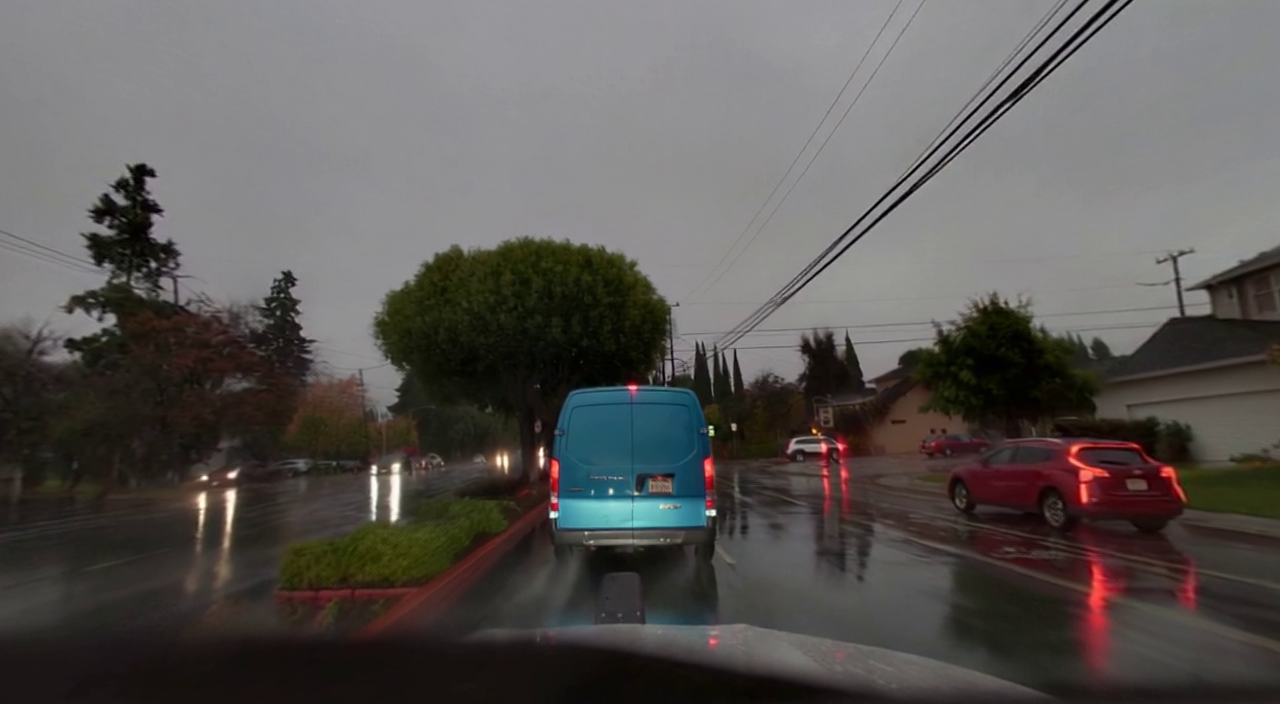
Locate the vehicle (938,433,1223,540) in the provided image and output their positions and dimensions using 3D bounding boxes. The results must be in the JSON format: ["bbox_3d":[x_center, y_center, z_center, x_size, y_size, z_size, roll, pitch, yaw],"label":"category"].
[{"bbox_3d":[7.347,2.247,11.221,1.883,1.504,4.220,0,-9,-2],"label":"vehicle"}]

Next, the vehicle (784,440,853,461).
[{"bbox_3d":[13.034,7.237,46.302,4.483,1.463,1.805,0,-9,0],"label":"vehicle"}]

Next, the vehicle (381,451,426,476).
[{"bbox_3d":[-17.958,8.449,48.216,1.841,1.769,4.105,0,-9,-1],"label":"vehicle"}]

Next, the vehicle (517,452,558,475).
[{"bbox_3d":[-7.100,7.758,44.258,1.962,1.481,4.434,-1,-9,3],"label":"vehicle"}]

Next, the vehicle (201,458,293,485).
[{"bbox_3d":[-27.327,8.332,44.095,4.972,1.776,2.057,0,-9,-1],"label":"vehicle"}]

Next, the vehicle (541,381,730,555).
[{"bbox_3d":[-0.206,1.799,10.369,2.342,2.142,4.809,0,-9,-4],"label":"vehicle"}]

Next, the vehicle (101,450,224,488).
[{"bbox_3d":[-26.882,6.597,35.700,5.026,2.017,2.215,0,-9,-1],"label":"vehicle"}]

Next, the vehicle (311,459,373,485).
[{"bbox_3d":[-18.379,7.414,39.154,1.816,1.445,4.120,0,-9,1],"label":"vehicle"}]
